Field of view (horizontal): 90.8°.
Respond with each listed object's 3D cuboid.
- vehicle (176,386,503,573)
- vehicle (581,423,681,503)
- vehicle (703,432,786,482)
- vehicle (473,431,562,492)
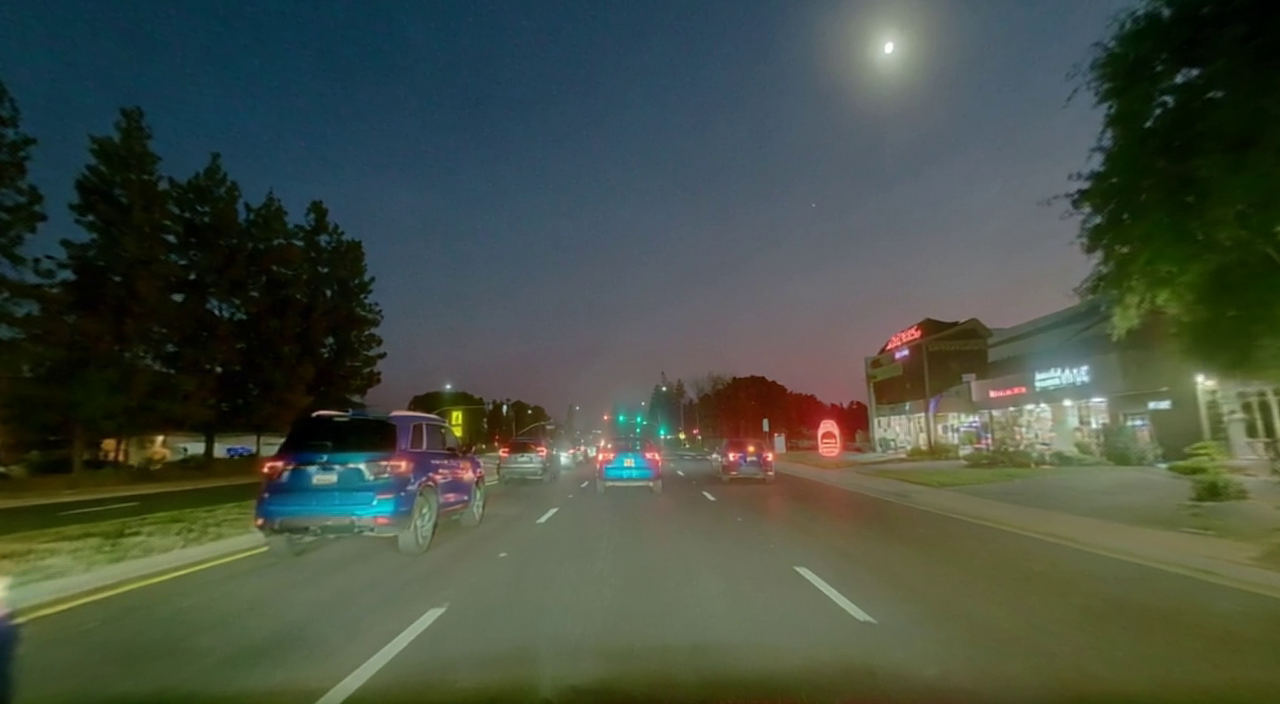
[{"bbox_3d":[-3.655,1.678,9.054,2.304,1.928,4.833,0,-8,0],"label":"vehicle"},{"bbox_3d":[-0.221,2.664,15.529,2.112,1.693,4.058,0,-8,-1],"label":"vehicle"},{"bbox_3d":[3.762,3.889,23.653,2.188,1.685,4.604,0,-8,-2],"label":"vehicle"},{"bbox_3d":[-3.693,3.388,19.904,1.948,1.668,4.279,0,-8,0],"label":"vehicle"}]
